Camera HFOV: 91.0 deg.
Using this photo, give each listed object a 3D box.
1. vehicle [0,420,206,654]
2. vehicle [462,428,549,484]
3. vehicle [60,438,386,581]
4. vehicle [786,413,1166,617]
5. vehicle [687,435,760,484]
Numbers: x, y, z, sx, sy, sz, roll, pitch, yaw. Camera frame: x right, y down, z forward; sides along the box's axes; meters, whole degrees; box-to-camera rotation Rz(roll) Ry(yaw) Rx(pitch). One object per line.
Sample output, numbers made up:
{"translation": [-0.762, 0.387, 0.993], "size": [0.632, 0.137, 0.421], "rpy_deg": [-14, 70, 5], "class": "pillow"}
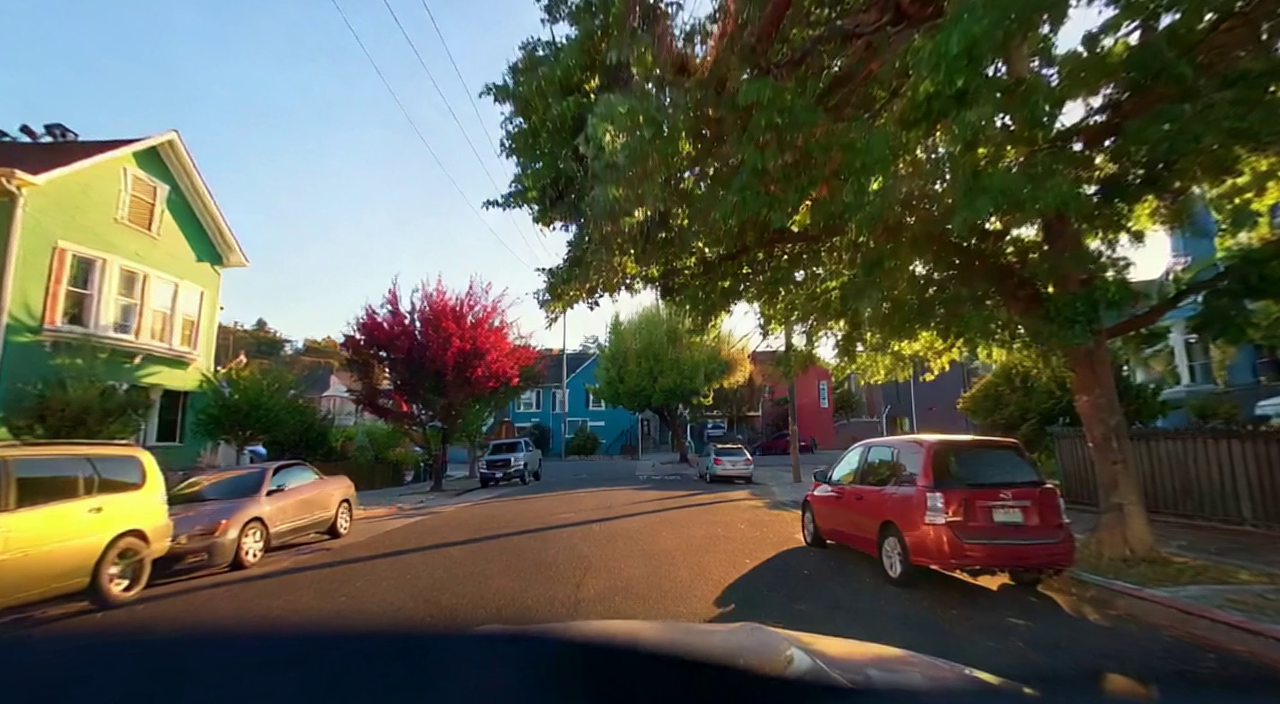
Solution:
{"translation": [-5.474, 1.282, 4.320], "size": [1.932, 1.628, 4.278], "rpy_deg": [0, -9, -1], "class": "vehicle"}
{"translation": [-5.568, 4.440, 27.098], "size": [2.480, 2.084, 6.353], "rpy_deg": [0, -9, -2], "class": "vehicle"}
{"translation": [-5.500, 2.080, 9.173], "size": [1.849, 1.560, 4.227], "rpy_deg": [0, -9, 0], "class": "vehicle"}
{"translation": [3.434, 1.741, 7.693], "size": [2.070, 1.728, 4.358], "rpy_deg": [1, -9, -3], "class": "vehicle"}
{"translation": [3.345, 4.449, 26.267], "size": [2.109, 1.811, 4.886], "rpy_deg": [1, -9, -3], "class": "vehicle"}
